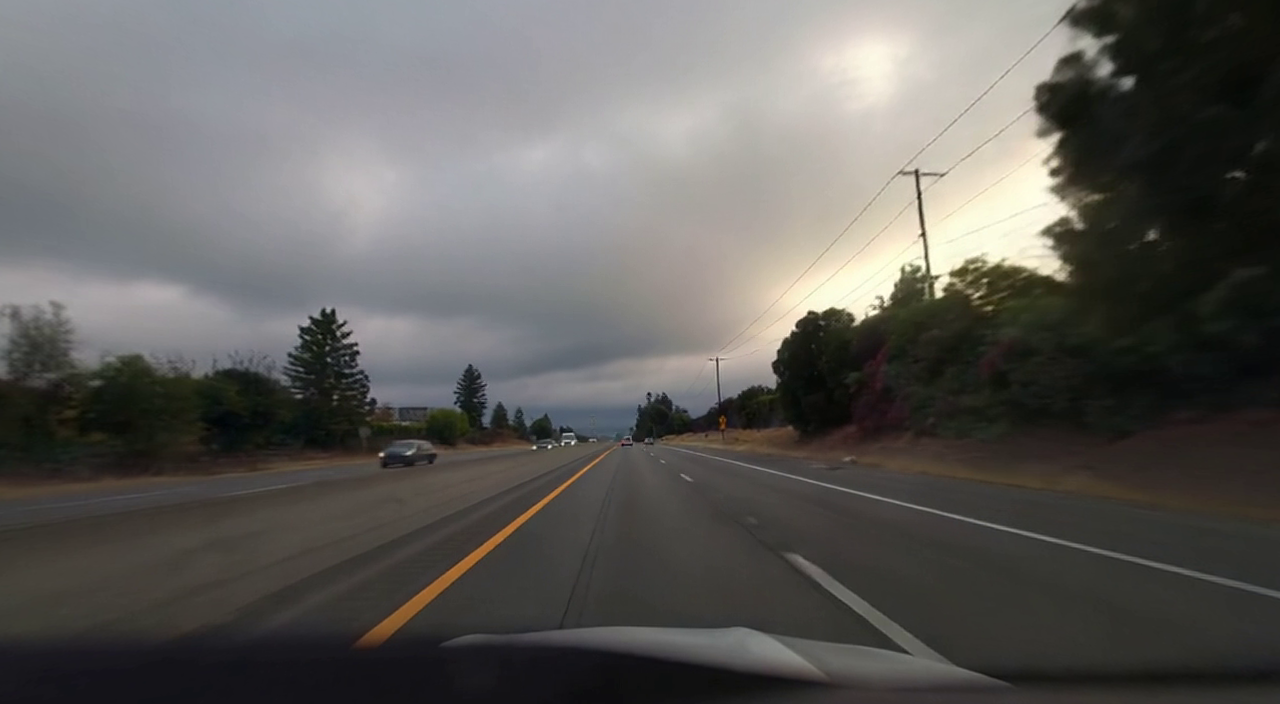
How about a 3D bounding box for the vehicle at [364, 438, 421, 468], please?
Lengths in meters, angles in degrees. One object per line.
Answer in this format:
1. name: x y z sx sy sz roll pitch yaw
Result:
1. vehicle: -13.578 5.525 34.785 1.790 1.507 3.493 0 -8 -1
